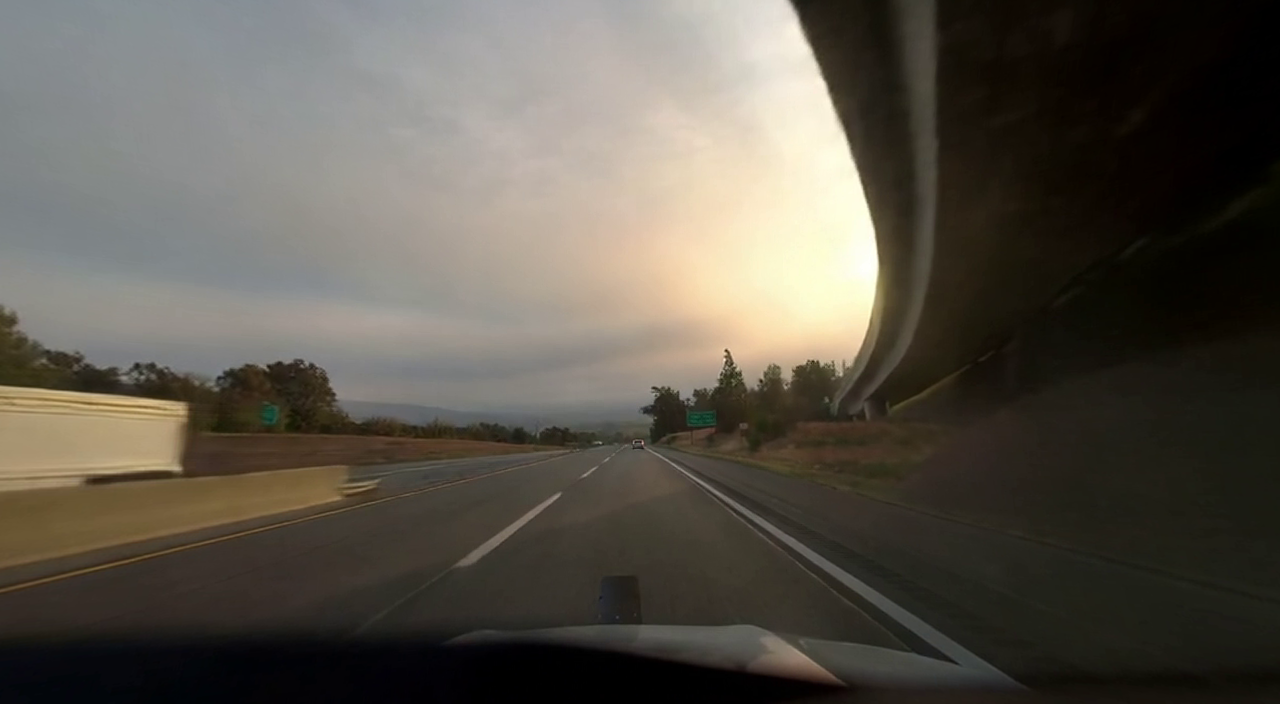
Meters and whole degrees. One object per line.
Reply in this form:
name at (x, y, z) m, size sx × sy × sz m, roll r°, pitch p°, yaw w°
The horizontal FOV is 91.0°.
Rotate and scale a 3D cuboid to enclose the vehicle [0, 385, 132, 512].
vehicle at (-17.206, 2.437, 15.811) m, size 2.858 × 3.086 × 7.172 m, roll 0°, pitch -8°, yaw -1°
